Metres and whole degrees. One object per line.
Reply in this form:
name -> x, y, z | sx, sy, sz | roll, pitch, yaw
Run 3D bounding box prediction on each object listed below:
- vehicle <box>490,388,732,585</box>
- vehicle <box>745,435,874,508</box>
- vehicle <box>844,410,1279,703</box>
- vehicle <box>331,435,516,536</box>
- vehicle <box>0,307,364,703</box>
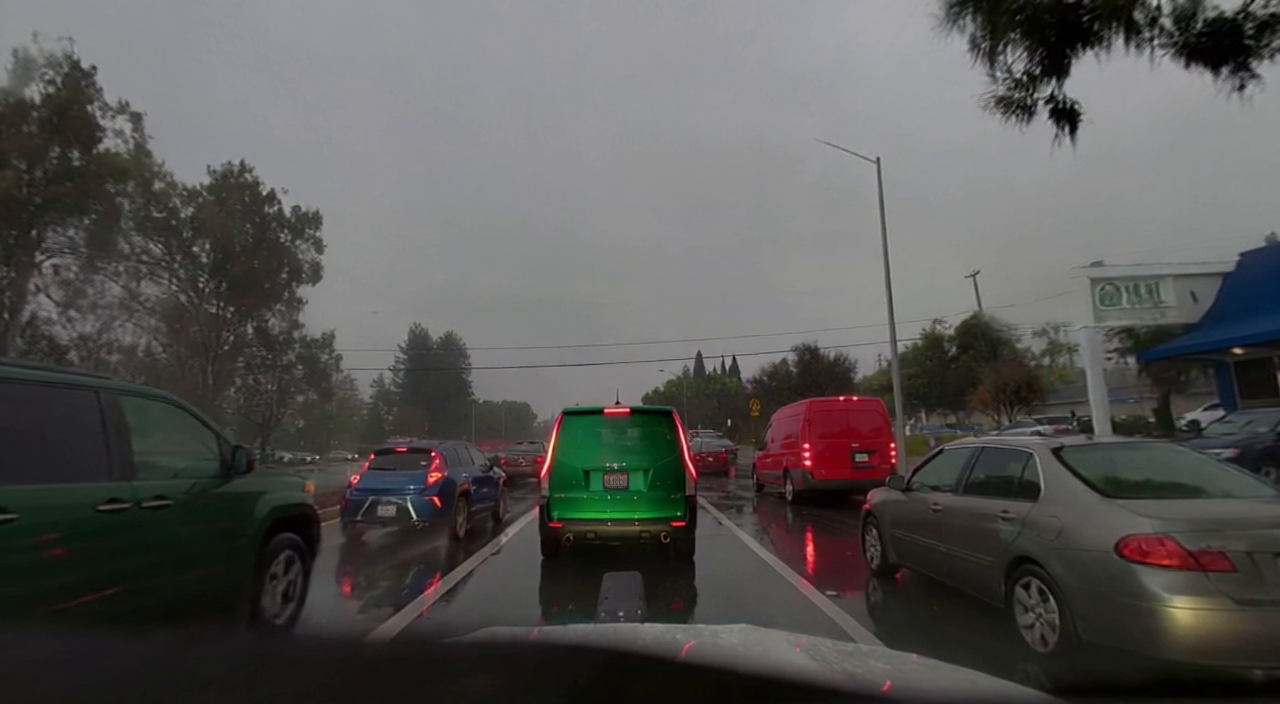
vehicle -> -0.307, 1.562, 8.057 | 2.238, 1.825, 4.190 | 0, -9, -1
vehicle -> 3.914, 2.824, 15.406 | 1.875, 1.521, 4.192 | 0, -9, -2
vehicle -> 3.376, 1.342, 5.139 | 1.900, 1.477, 4.352 | 0, -9, -1
vehicle -> -3.577, 2.269, 11.370 | 1.849, 1.451, 4.218 | 0, -9, 0
vehicle -> -3.598, 0.894, 3.335 | 2.231, 1.853, 4.461 | 0, -9, 0
